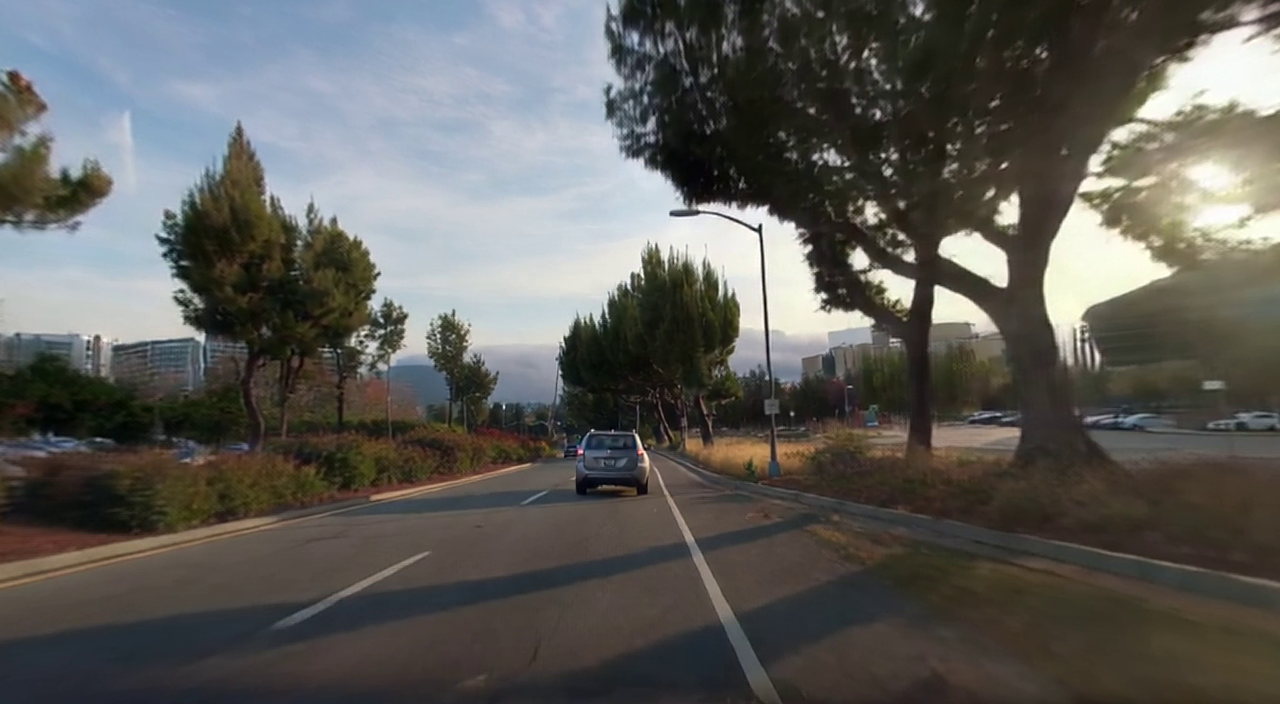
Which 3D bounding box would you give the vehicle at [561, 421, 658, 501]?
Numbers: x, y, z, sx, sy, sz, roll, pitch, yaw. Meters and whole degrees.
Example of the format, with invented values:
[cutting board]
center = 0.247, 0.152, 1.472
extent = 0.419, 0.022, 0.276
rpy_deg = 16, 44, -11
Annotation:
[vehicle]
center = -0.680, 2.723, 16.178
extent = 2.131, 1.761, 4.242
rpy_deg = 0, -8, 0
